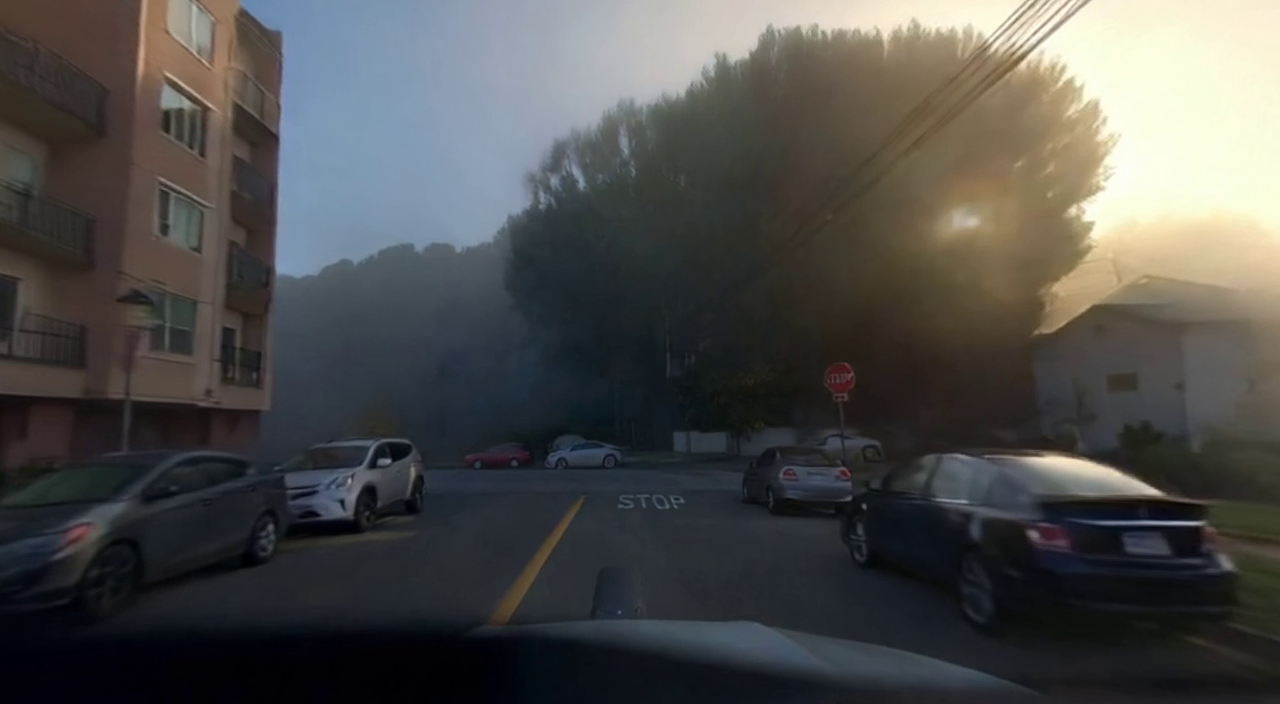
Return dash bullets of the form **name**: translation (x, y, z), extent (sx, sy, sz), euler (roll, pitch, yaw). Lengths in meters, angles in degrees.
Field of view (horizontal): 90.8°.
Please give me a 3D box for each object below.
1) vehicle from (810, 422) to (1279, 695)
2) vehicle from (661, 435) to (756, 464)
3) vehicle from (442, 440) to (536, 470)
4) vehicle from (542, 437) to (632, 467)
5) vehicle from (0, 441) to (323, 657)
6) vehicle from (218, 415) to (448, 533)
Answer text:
- **vehicle**: translation (3.200, 1.466, 5.749), extent (1.919, 1.490, 4.339), euler (0, -8, -3)
- **vehicle**: translation (3.493, 5.066, 32.916), extent (4.681, 1.480, 1.817), euler (0, -9, -3)
- **vehicle**: translation (-7.633, 5.259, 32.352), extent (4.423, 1.449, 1.813), euler (1, -9, -5)
- **vehicle**: translation (-2.697, 5.173, 32.684), extent (4.489, 1.470, 1.776), euler (1, -8, -4)
- **vehicle**: translation (-5.581, 1.722, 6.740), extent (2.129, 1.505, 4.510), euler (0, -8, -1)
- **vehicle**: translation (-5.948, 2.446, 13.443), extent (2.208, 1.903, 6.040), euler (0, -8, -4)
